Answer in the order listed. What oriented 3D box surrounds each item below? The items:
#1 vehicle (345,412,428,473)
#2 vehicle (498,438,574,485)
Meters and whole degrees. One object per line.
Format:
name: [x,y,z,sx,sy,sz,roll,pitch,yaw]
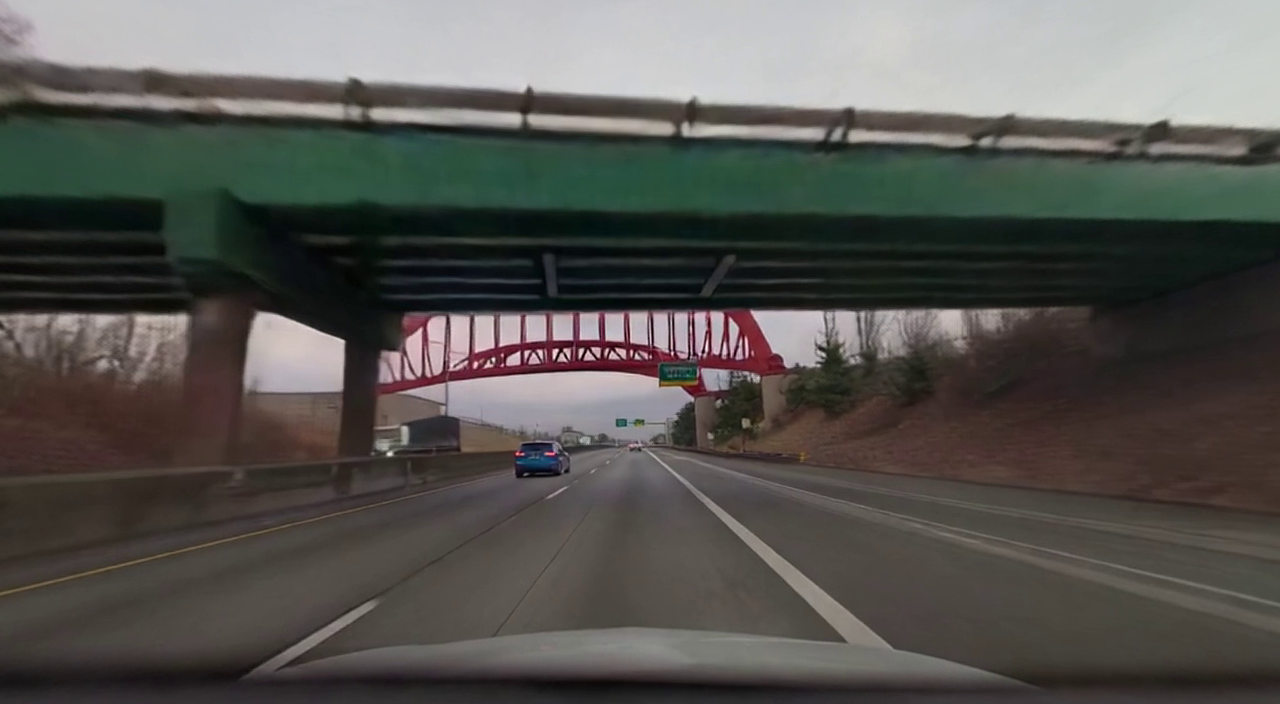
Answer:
vehicle: [-18.264,6.555,45.770,3.043,4.057,6.636,0,-8,1]
vehicle: [-3.778,4.054,23.516,2.052,1.556,4.405,0,-8,0]
